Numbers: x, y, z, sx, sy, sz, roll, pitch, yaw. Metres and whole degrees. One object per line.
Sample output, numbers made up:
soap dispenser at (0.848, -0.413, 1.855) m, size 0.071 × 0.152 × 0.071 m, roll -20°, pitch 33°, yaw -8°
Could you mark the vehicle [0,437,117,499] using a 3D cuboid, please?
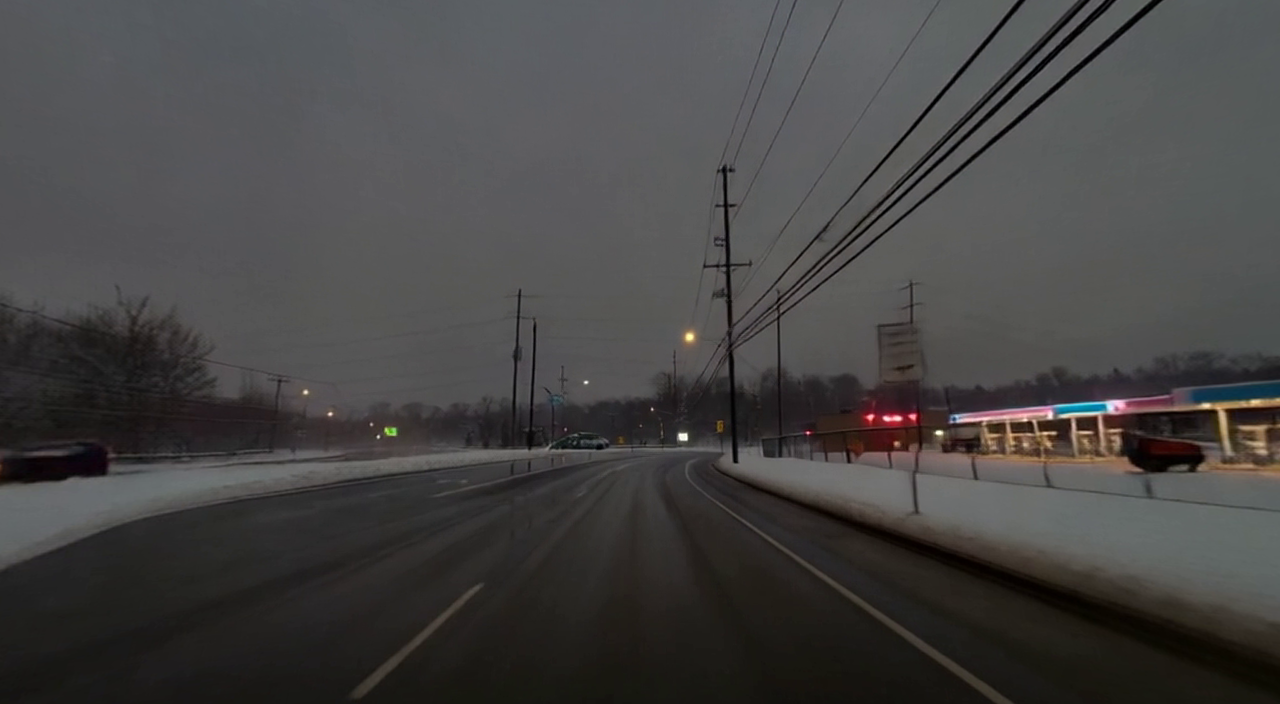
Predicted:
vehicle at (-18.017, 3.274, 18.015) m, size 2.011 × 1.646 × 4.522 m, roll 0°, pitch -9°, yaw 3°
